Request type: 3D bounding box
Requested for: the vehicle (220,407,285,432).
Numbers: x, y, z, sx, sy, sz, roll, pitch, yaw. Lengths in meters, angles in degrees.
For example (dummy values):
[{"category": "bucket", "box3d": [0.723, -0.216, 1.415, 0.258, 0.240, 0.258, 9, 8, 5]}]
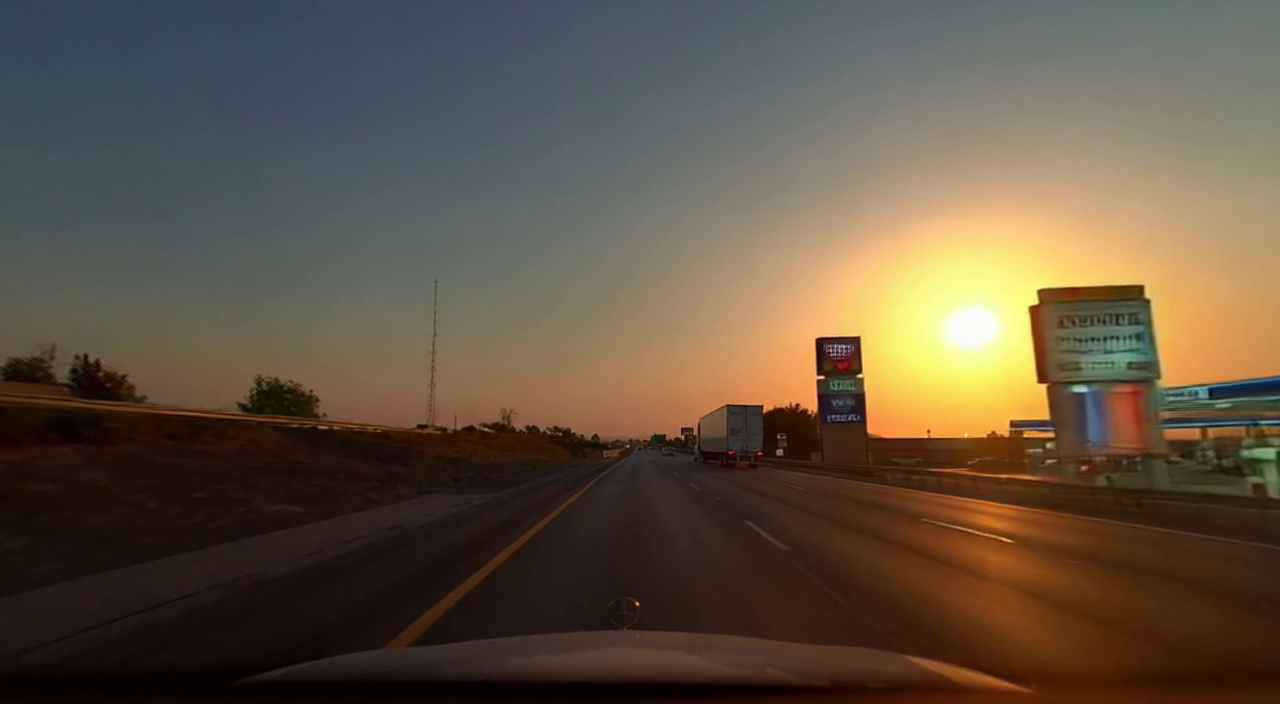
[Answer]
[{"category": "vehicle", "box3d": [-24.589, 4.323, 40.205, 1.731, 1.451, 3.701, 0, -8, 0]}]
